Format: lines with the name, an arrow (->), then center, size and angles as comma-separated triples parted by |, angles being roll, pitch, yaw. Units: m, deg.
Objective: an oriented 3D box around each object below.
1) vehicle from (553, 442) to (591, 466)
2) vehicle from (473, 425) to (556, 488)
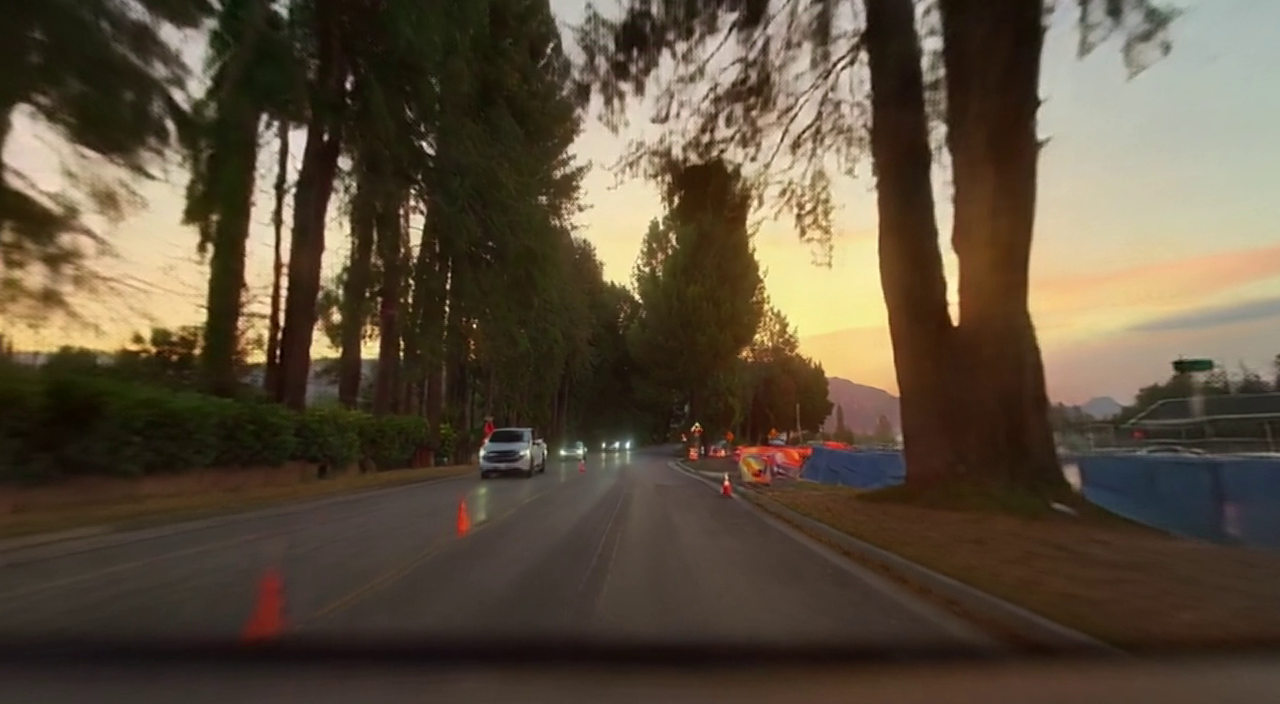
vehicle -> -4.490, 6.780, 42.191 | 1.964, 1.481, 4.199 | -1, -8, 2
vehicle -> -4.411, 3.740, 22.970 | 2.064, 2.009, 4.512 | -1, -8, 0
